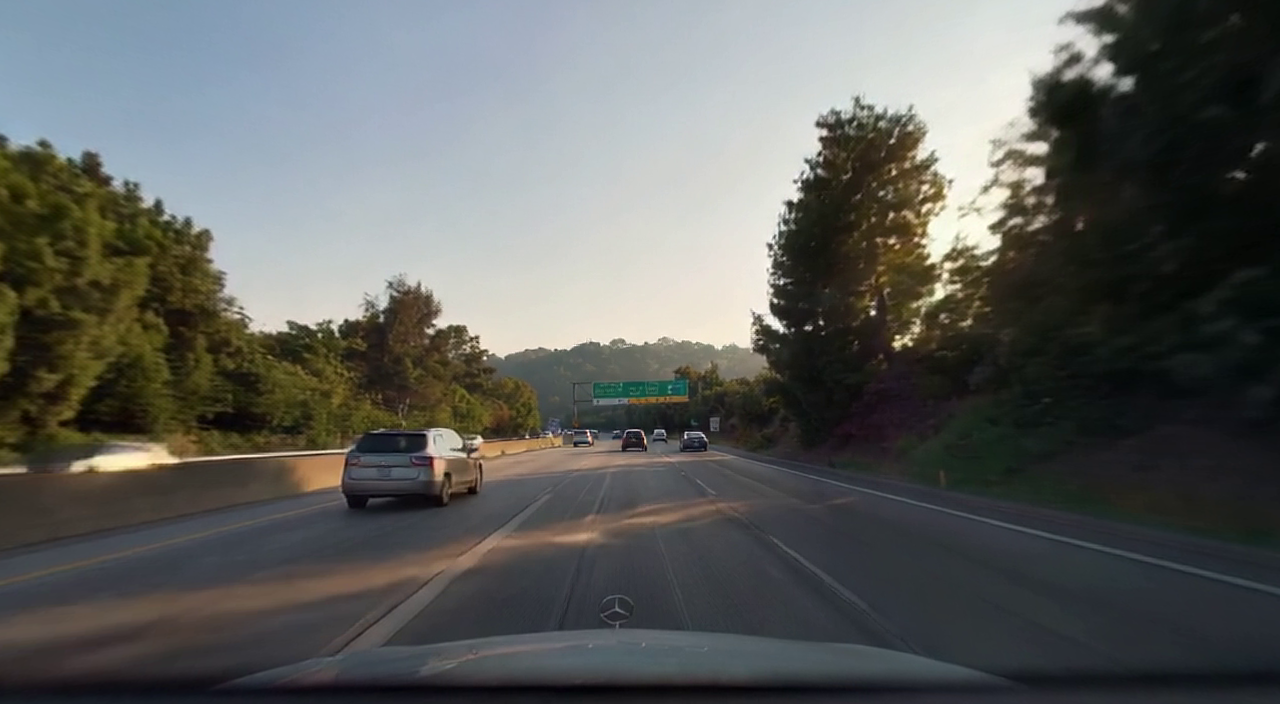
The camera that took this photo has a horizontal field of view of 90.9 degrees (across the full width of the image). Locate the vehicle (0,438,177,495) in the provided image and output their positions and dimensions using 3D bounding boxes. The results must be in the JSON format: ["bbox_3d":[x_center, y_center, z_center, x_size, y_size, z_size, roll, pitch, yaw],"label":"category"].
[{"bbox_3d":[-16.707,3.379,19.168,1.853,1.472,4.612,0,-7,-1],"label":"vehicle"}]

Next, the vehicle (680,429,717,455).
[{"bbox_3d":[3.662,5.670,39.878,1.841,1.491,3.869,0,-7,-2],"label":"vehicle"}]

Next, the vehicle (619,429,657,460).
[{"bbox_3d":[-0.090,4.663,32.089,1.869,1.466,3.356,0,-7,0],"label":"vehicle"}]

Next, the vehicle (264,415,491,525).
[{"bbox_3d":[-4.234,1.958,11.233,2.023,1.512,4.804,0,-7,0],"label":"vehicle"}]
